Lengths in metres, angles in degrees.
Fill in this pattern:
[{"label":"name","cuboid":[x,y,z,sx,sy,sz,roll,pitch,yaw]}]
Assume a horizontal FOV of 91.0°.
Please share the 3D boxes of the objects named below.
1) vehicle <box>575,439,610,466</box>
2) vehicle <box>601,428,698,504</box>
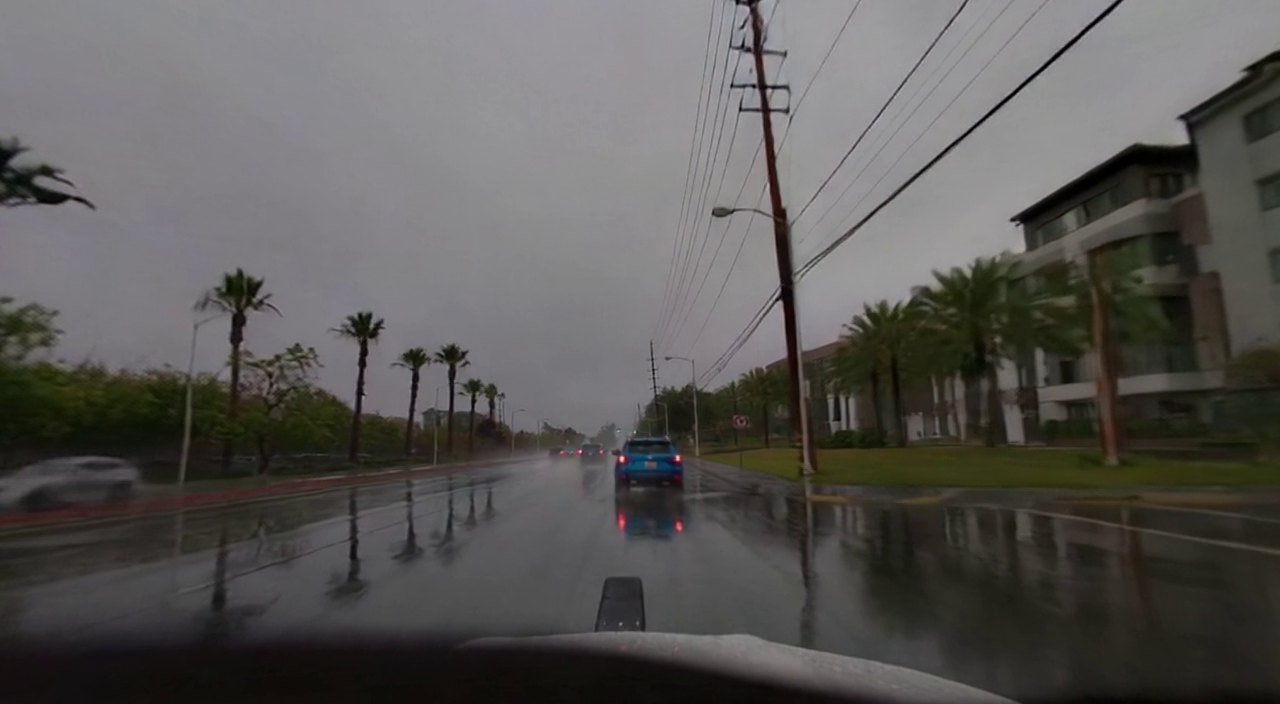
[{"label":"vehicle","cuboid":[-3.405,7.348,46.124,2.169,1.796,4.821,0,-9,1]},{"label":"vehicle","cuboid":[0.181,2.904,16.450,2.198,1.706,4.166,0,-9,-1]}]
